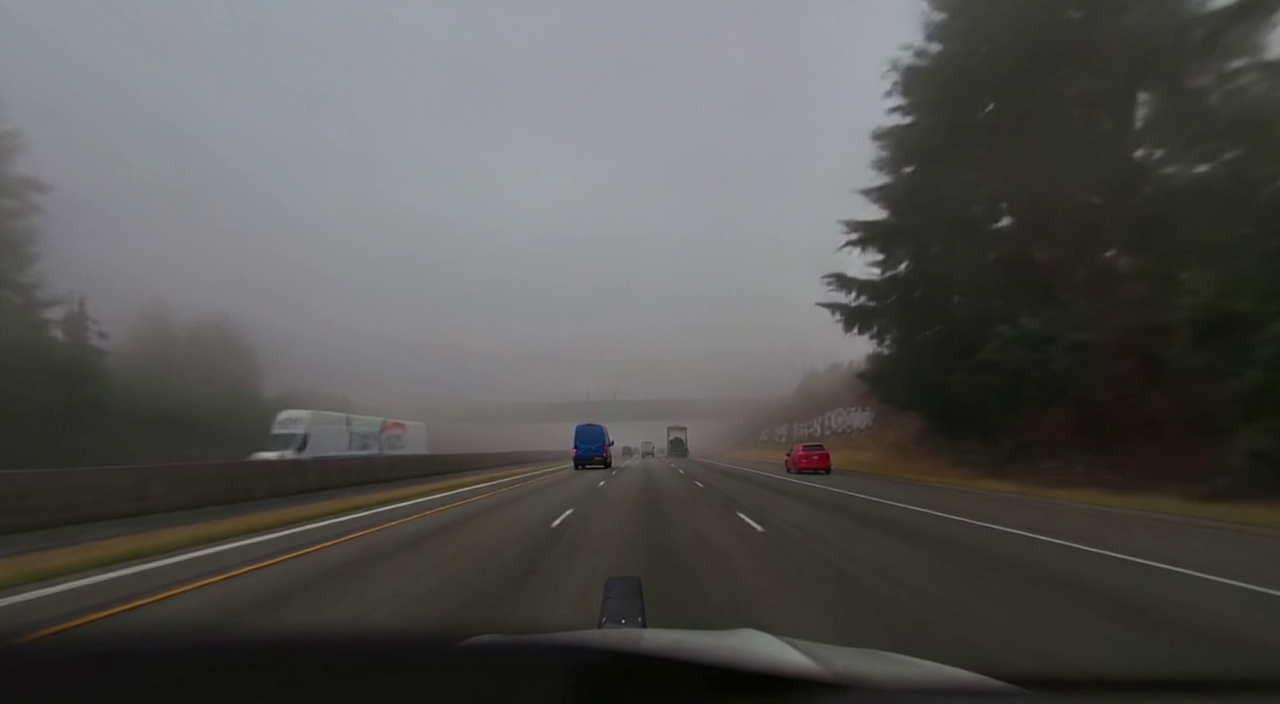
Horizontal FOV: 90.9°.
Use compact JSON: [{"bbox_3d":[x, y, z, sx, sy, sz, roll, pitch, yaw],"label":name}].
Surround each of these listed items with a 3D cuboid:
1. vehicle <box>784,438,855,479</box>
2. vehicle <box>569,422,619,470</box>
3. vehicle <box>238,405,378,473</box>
[{"bbox_3d":[7.960,4.746,28.294,1.936,1.664,4.198,0,-9,0],"label":"vehicle"},{"bbox_3d":[-2.605,5.562,37.207,2.451,2.627,5.868,0,-9,1],"label":"vehicle"},{"bbox_3d":[-19.724,5.412,38.523,2.959,3.603,10.096,0,-9,1],"label":"vehicle"}]
